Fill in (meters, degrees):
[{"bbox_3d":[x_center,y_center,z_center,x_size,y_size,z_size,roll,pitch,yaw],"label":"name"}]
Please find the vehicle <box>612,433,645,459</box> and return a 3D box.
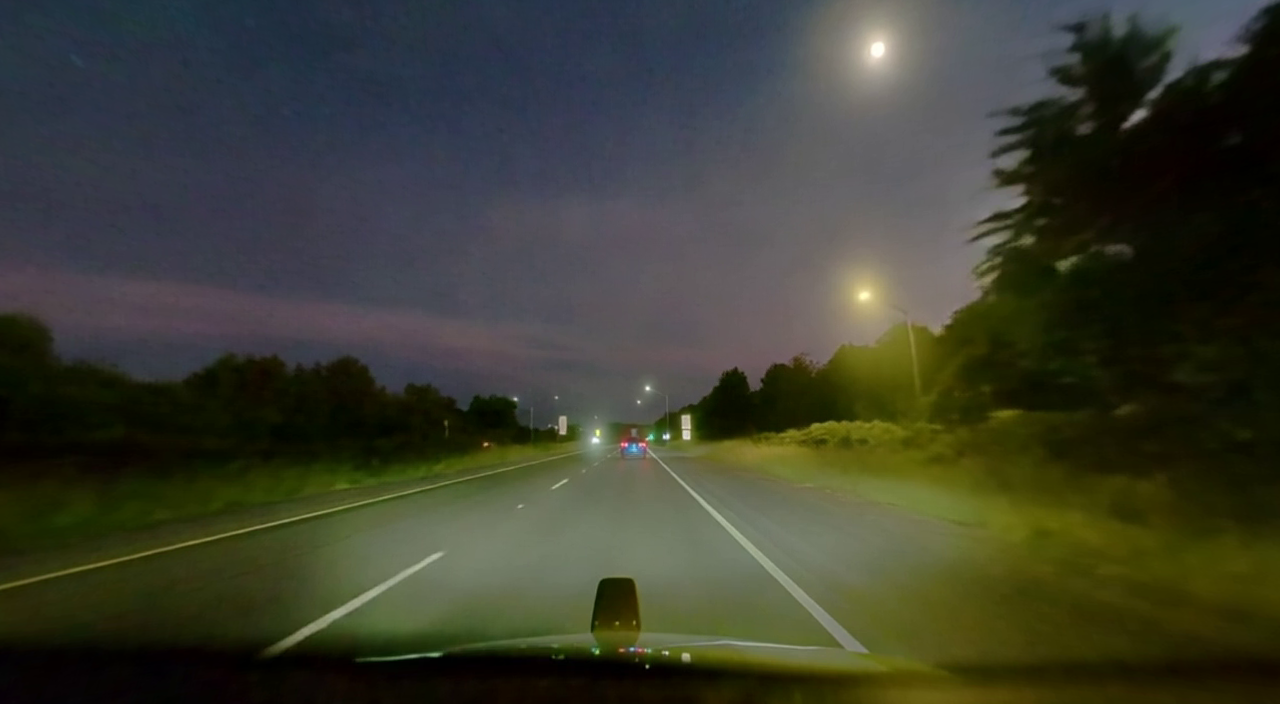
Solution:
[{"bbox_3d":[-0.805,6.543,43.828,2.180,1.717,4.139,0,-8,-1],"label":"vehicle"}]
